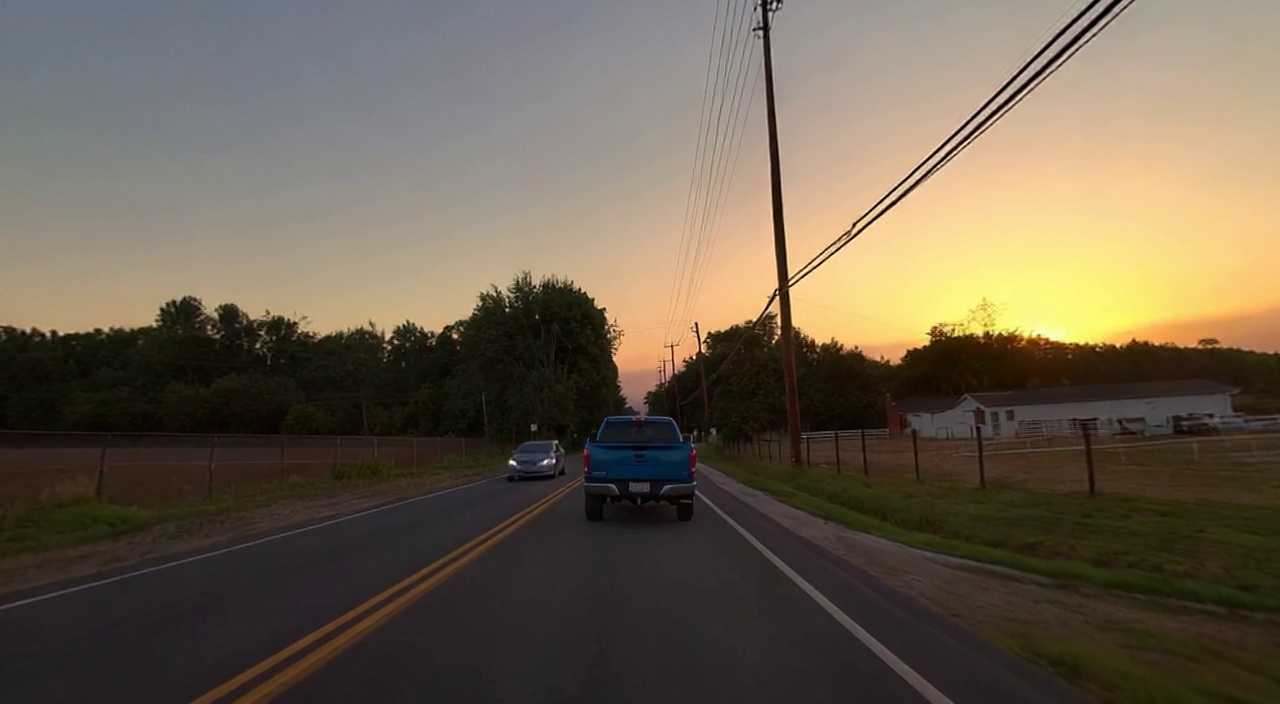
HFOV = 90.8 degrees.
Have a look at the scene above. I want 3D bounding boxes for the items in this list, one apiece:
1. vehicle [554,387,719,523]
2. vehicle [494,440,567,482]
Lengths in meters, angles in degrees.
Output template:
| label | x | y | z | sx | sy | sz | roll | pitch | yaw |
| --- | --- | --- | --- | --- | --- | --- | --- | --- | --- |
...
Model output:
| label | x | y | z | sx | sy | sz | roll | pitch | yaw |
| --- | --- | --- | --- | --- | --- | --- | --- | --- | --- |
| vehicle | -0.087 | 2.116 | 13.352 | 2.693 | 2.223 | 5.885 | 0 | -8 | -1 |
| vehicle | -4.101 | 4.177 | 24.414 | 1.974 | 1.455 | 4.289 | 0 | -8 | 1 |
